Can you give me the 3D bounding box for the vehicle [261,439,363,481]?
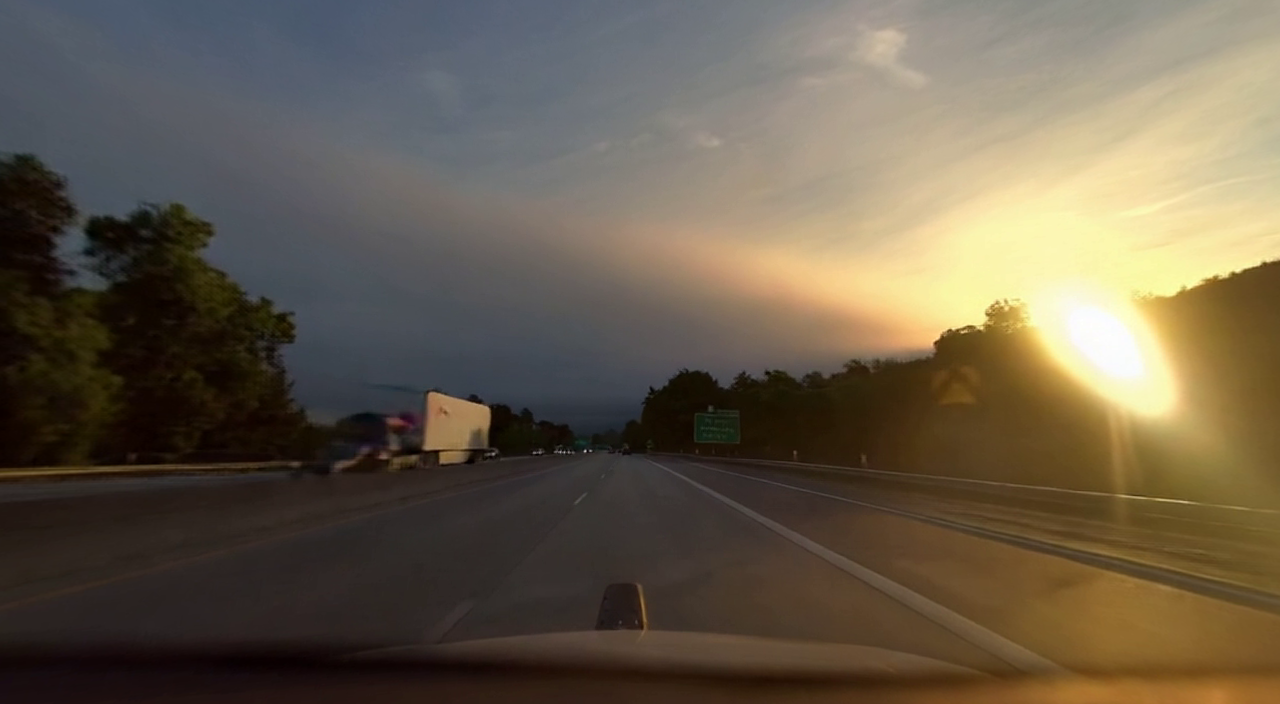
[{"bbox_3d":[-12.668,4.211,24.623,1.821,1.470,4.090,0,-9,-1],"label":"vehicle"}]
